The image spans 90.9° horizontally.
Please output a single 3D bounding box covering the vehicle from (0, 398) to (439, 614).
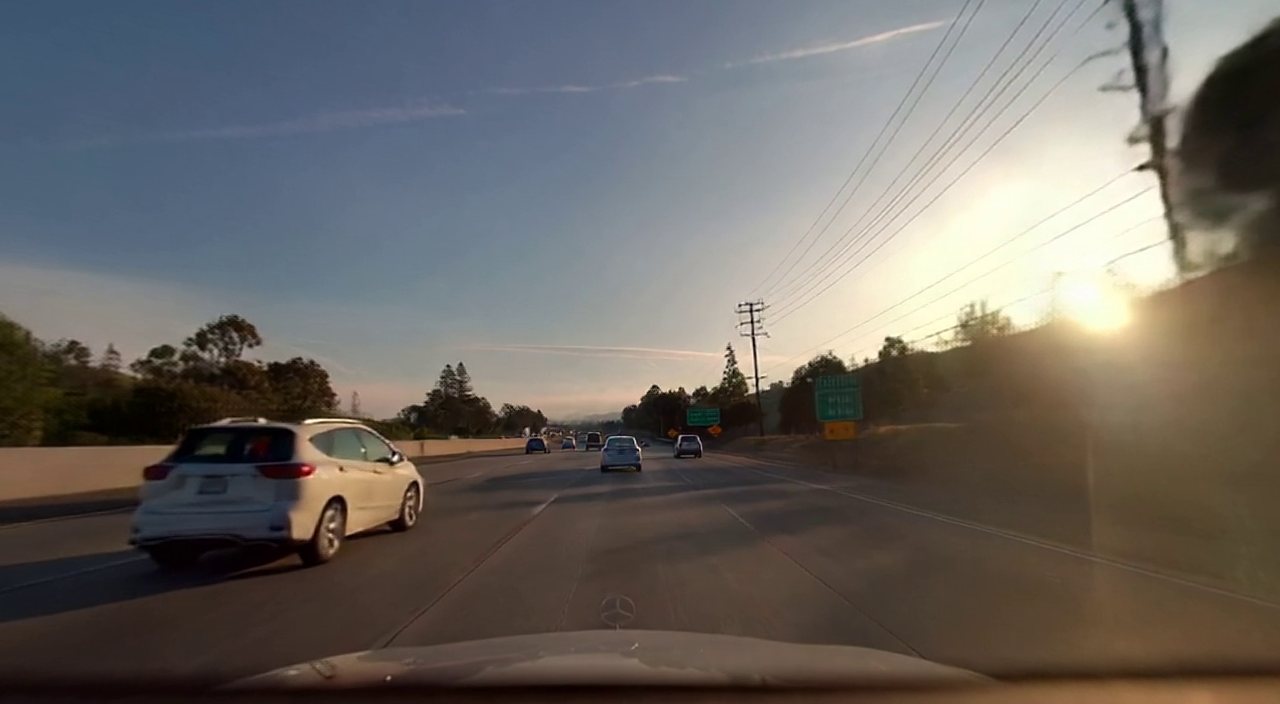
[{"bbox_3d":[-3.951,1.465,7.090,1.901,1.601,4.610,0,-8,-1],"label":"vehicle"}]

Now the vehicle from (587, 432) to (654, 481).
[{"bbox_3d":[-0.635,3.507,21.493,2.086,1.488,3.440,0,-8,-1],"label":"vehicle"}]

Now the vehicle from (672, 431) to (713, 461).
[{"bbox_3d":[3.166,5.761,38.772,1.950,1.695,4.446,1,-8,-2],"label":"vehicle"}]

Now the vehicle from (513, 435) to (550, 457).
[{"bbox_3d":[-7.735,6.738,45.314,1.992,1.494,4.133,0,-8,0],"label":"vehicle"}]
